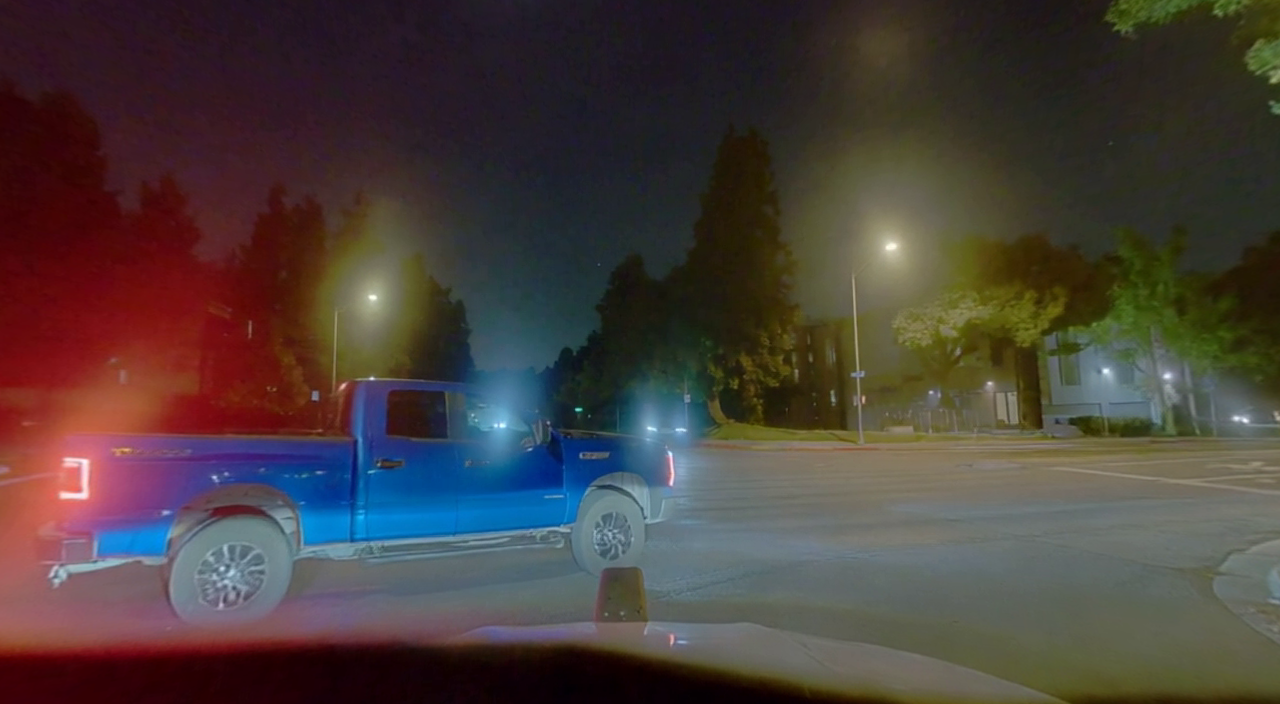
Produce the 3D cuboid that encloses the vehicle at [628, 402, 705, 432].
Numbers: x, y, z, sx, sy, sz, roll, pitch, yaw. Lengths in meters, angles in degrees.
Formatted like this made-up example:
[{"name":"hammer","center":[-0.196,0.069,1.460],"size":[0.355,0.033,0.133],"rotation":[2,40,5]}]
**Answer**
[{"name":"vehicle","center":[1.775,4.691,44.426],"size":[2.435,1.858,5.585],"rotation":[6,-11,-38]}]
